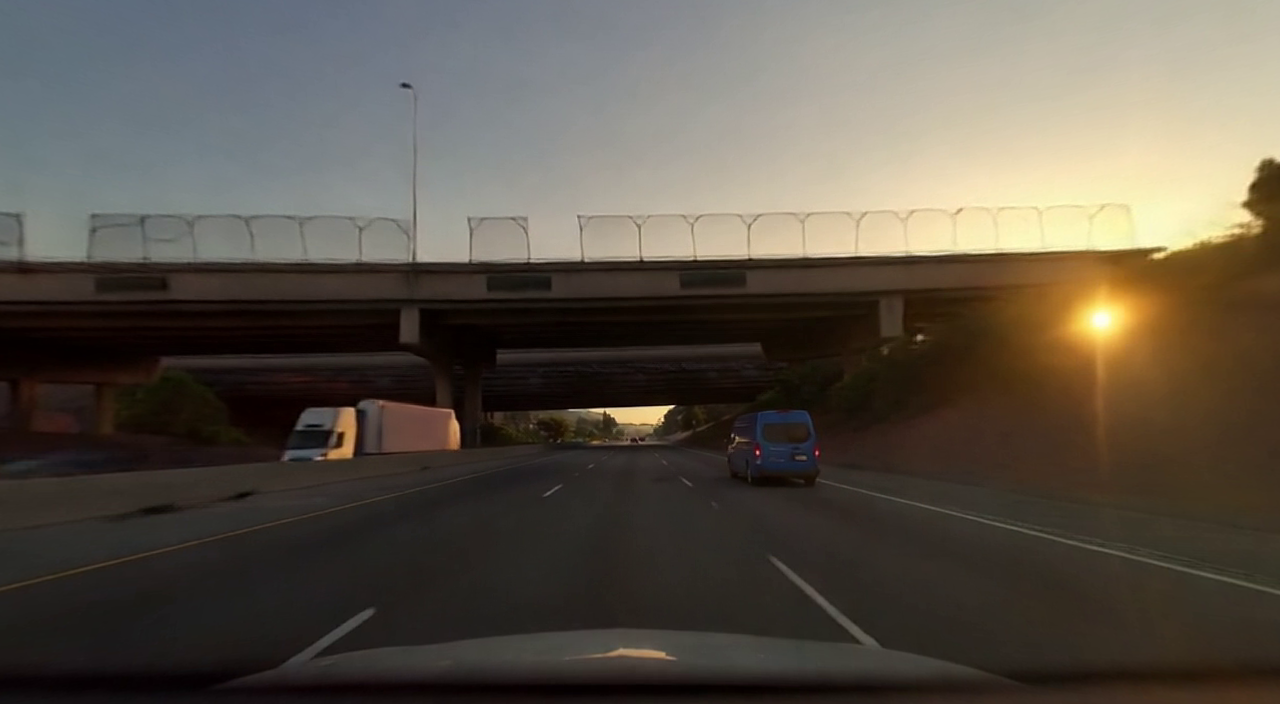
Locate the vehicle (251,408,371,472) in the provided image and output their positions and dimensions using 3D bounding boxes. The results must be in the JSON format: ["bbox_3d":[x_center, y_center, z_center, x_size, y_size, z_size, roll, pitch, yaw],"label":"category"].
[{"bbox_3d":[-22.266,6.053,43.521,3.030,3.882,10.014,0,-8,-2],"label":"vehicle"}]

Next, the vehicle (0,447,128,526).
[{"bbox_3d":[-13.743,2.845,13.526,1.890,1.523,4.262,-1,-8,0],"label":"vehicle"}]

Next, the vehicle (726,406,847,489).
[{"bbox_3d":[3.913,2.673,17.817,2.161,2.002,4.631,0,-8,-2],"label":"vehicle"}]

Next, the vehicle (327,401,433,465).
[{"bbox_3d":[-17.489,5.625,43.424,3.018,3.854,10.404,0,-8,-1],"label":"vehicle"}]
